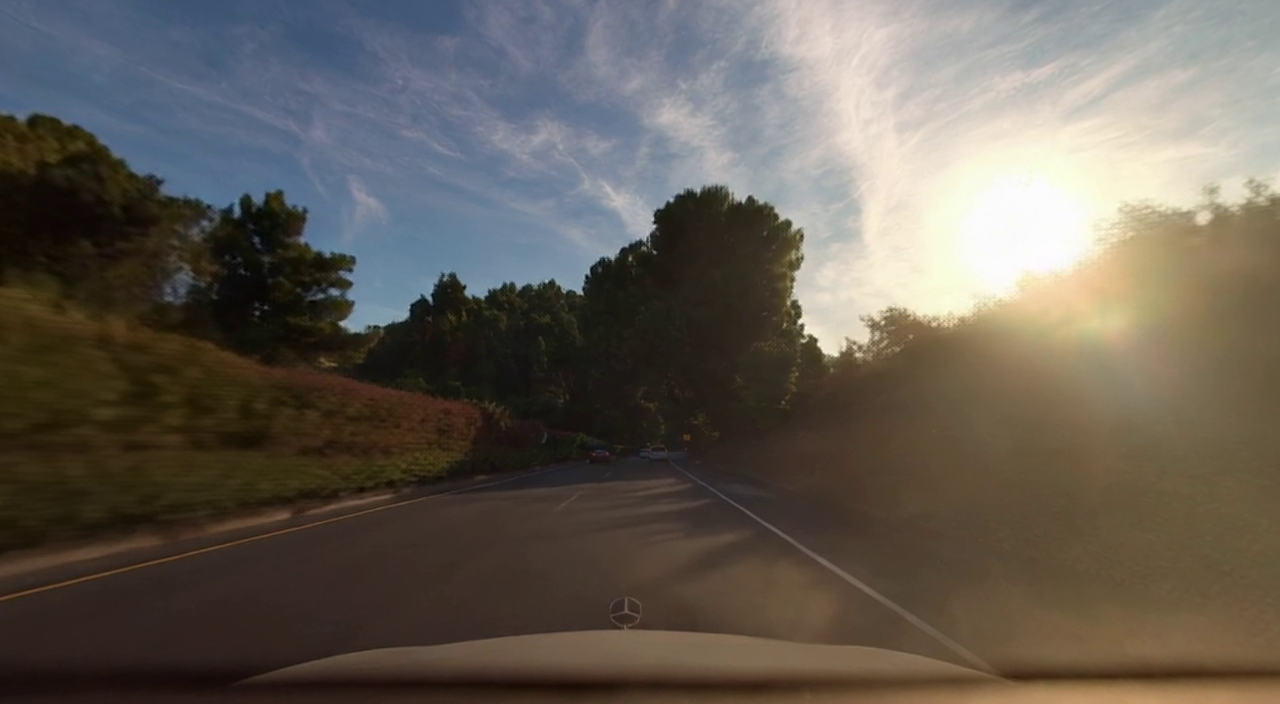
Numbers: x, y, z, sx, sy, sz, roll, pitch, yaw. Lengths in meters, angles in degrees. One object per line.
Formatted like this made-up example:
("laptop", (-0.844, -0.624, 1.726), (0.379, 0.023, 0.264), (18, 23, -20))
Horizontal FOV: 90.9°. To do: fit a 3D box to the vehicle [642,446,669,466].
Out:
("vehicle", (1.168, 7.983, 48.353), (1.934, 1.488, 3.832), (0, -9, 1))
